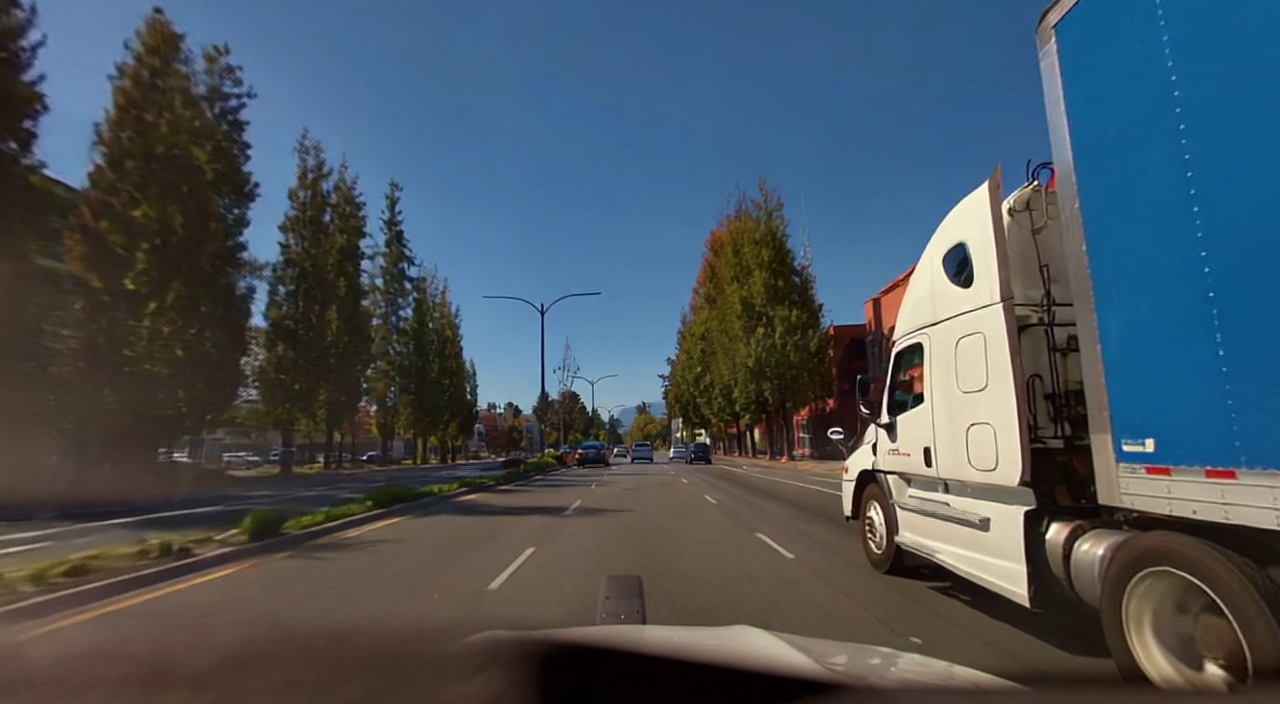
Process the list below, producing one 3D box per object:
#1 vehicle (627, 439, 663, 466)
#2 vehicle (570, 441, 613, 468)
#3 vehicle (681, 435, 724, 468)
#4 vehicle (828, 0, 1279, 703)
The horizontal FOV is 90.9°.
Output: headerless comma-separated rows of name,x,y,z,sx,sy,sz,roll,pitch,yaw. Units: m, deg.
vehicle,0.338,6.675,41.921,2.276,1.704,3.925,0,-8,0
vehicle,-2.919,6.330,38.977,2.211,1.537,4.666,0,-8,1
vehicle,3.839,6.188,39.487,2.196,1.908,4.412,0,-8,-1
vehicle,3.692,-0.188,3.165,3.006,3.679,8.506,-1,-8,1
